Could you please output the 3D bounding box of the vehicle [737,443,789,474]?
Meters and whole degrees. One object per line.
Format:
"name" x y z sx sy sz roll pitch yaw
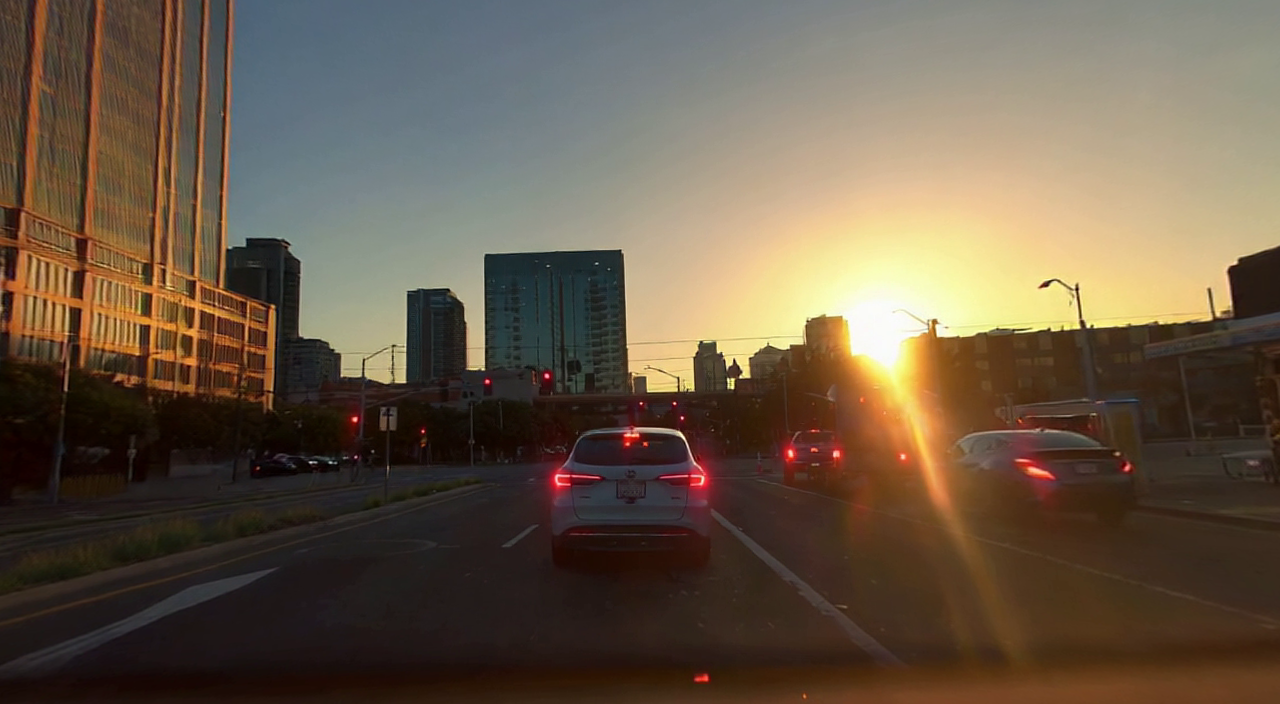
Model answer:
"vehicle" 6.265 5.456 32.632 1.961 1.477 4.454 0 -9 2

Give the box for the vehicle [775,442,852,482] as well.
"vehicle" 6.859 4.393 25.347 1.833 1.452 4.237 0 -9 0

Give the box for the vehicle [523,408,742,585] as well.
"vehicle" -0.058 1.693 8.114 2.115 1.700 3.901 0 -9 1

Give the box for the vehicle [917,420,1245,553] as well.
"vehicle" 6.580 2.043 10.286 2.072 1.652 4.611 0 -9 1
